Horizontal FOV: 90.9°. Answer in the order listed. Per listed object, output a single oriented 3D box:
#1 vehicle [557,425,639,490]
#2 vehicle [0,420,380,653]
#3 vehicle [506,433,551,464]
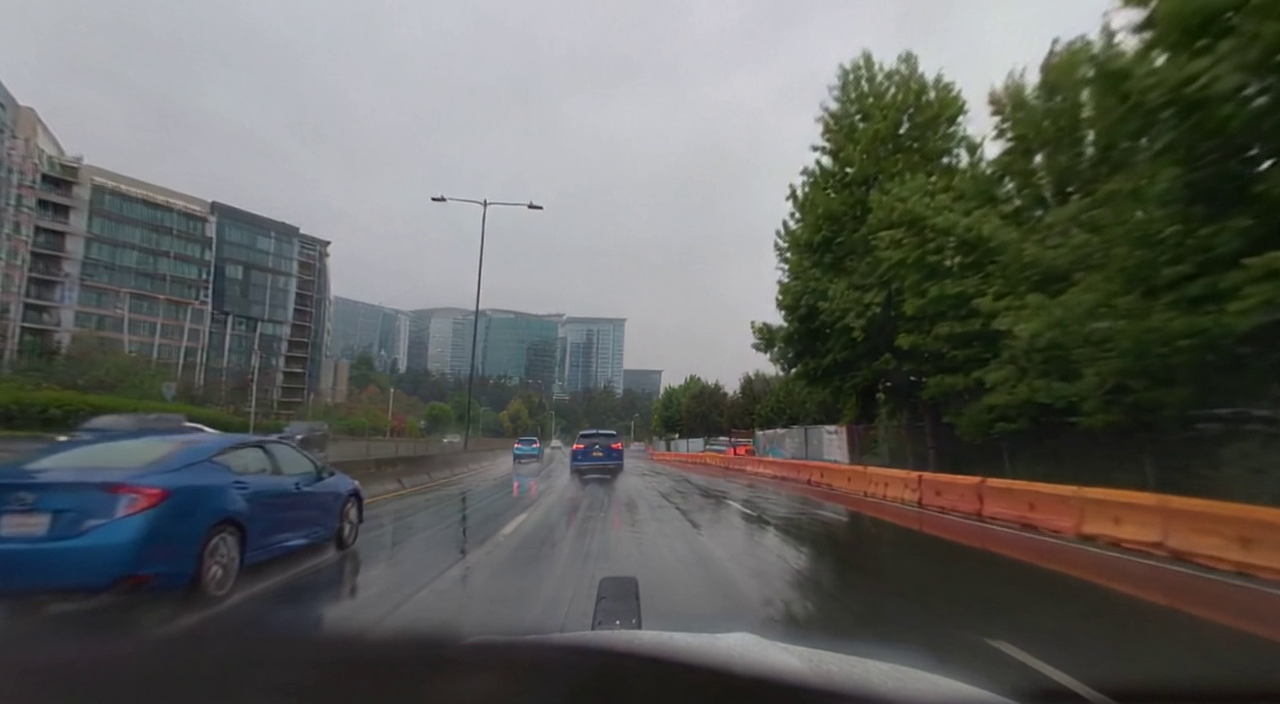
[{"bbox_3d":[-1.060,2.695,16.489,1.913,1.499,3.581,0,-8,-3],"label":"vehicle"},{"bbox_3d":[-4.175,1.392,5.891,1.848,1.406,4.013,0,-8,-1],"label":"vehicle"},{"bbox_3d":[-5.672,4.950,32.533,1.888,1.486,4.310,1,-8,-5],"label":"vehicle"}]
